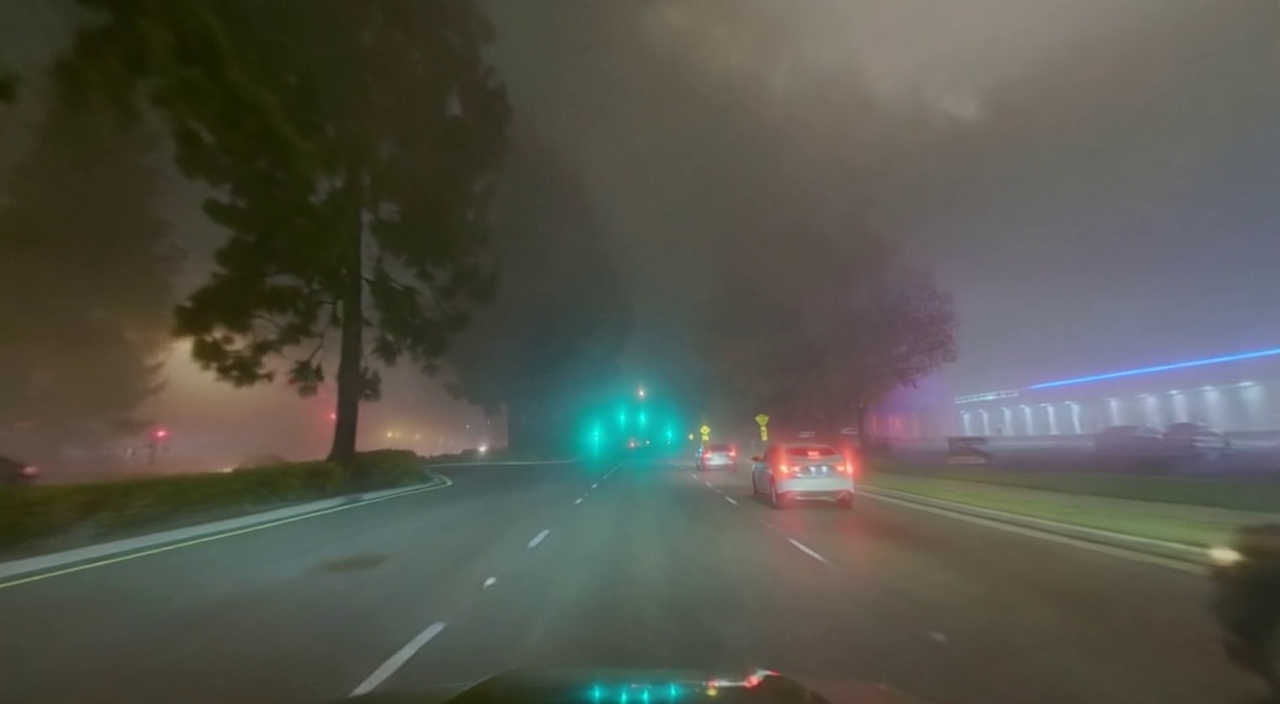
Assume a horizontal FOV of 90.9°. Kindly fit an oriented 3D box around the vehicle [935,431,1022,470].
[{"bbox_3d":[15.065,4.333,27.900,2.165,1.591,4.471,-8,-12,43],"label":"vehicle"}]

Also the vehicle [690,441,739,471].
[{"bbox_3d":[3.906,5.538,33.928,1.939,1.474,4.716,0,-8,-1],"label":"vehicle"}]

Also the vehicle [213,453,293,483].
[{"bbox_3d":[-21.942,6.555,35.965,1.832,1.496,4.458,0,-8,-2],"label":"vehicle"}]

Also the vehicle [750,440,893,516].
[{"bbox_3d":[3.848,2.726,14.227,1.872,1.431,4.270,0,-8,-1],"label":"vehicle"}]

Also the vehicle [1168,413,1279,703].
[{"bbox_3d":[4.029,0.800,1.471,1.913,1.463,4.198,0,-8,0],"label":"vehicle"}]
